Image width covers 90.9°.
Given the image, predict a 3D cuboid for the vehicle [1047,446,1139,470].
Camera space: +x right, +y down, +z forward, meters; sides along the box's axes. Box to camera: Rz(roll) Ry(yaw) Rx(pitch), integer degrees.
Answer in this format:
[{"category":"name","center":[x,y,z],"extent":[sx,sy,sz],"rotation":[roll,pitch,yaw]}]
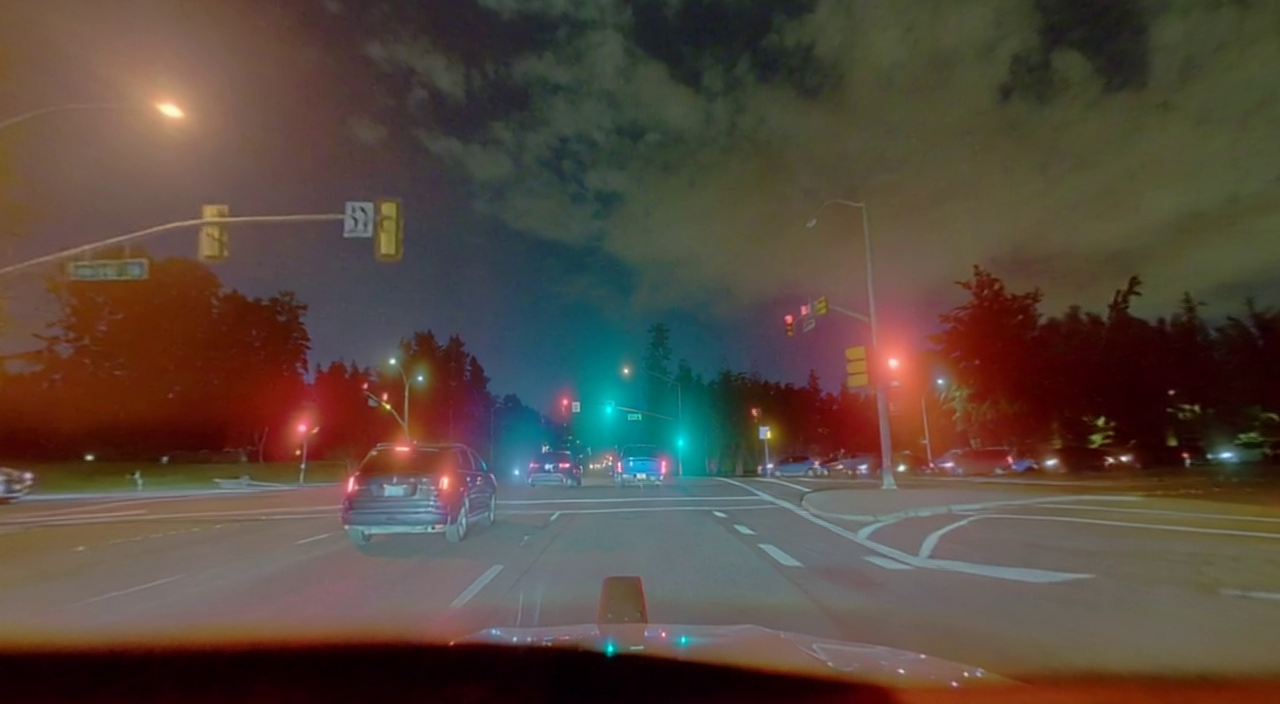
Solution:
[{"category":"vehicle","center":[28.849,6.769,40.257],"extent":[4.365,1.448,1.928],"rotation":[0,-8,0]}]

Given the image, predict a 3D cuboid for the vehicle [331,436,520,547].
[{"category":"vehicle","center":[-3.346,2.198,10.642],"extent":[1.960,1.528,3.490],"rotation":[0,-8,0]}]

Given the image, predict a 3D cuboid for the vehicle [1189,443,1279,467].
[{"category":"vehicle","center":[37.991,6.515,40.063],"extent":[4.525,1.468,1.839],"rotation":[0,-8,-5]}]

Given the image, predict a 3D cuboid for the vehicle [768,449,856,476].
[{"category":"vehicle","center":[10.838,7.010,39.886],"extent":[4.875,1.473,2.077],"rotation":[-2,-11,-2]}]

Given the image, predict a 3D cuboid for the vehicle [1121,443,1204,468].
[{"category":"vehicle","center":[39.661,7.851,47.865],"extent":[4.580,1.807,1.967],"rotation":[0,-8,-3]}]

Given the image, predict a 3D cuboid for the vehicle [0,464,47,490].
[{"category":"vehicle","center":[-49.698,9.747,49.310],"extent":[4.587,1.833,2.154],"rotation":[-1,-8,6]}]

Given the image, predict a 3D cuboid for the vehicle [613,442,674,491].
[{"category":"vehicle","center":[0.151,4.319,24.246],"extent":[2.163,1.678,3.846],"rotation":[0,-8,1]}]

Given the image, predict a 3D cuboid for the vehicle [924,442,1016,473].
[{"category":"vehicle","center":[20.919,6.684,40.088],"extent":[4.585,1.681,2.140],"rotation":[-3,-9,0]}]

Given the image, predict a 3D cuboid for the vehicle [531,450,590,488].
[{"category":"vehicle","center":[-3.420,5.126,27.964],"extent":[2.013,1.474,4.393],"rotation":[0,-8,1]}]

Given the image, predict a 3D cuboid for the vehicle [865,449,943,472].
[{"category":"vehicle","center":[18.323,7.567,43.870],"extent":[4.478,1.495,2.063],"rotation":[0,-8,-1]}]
